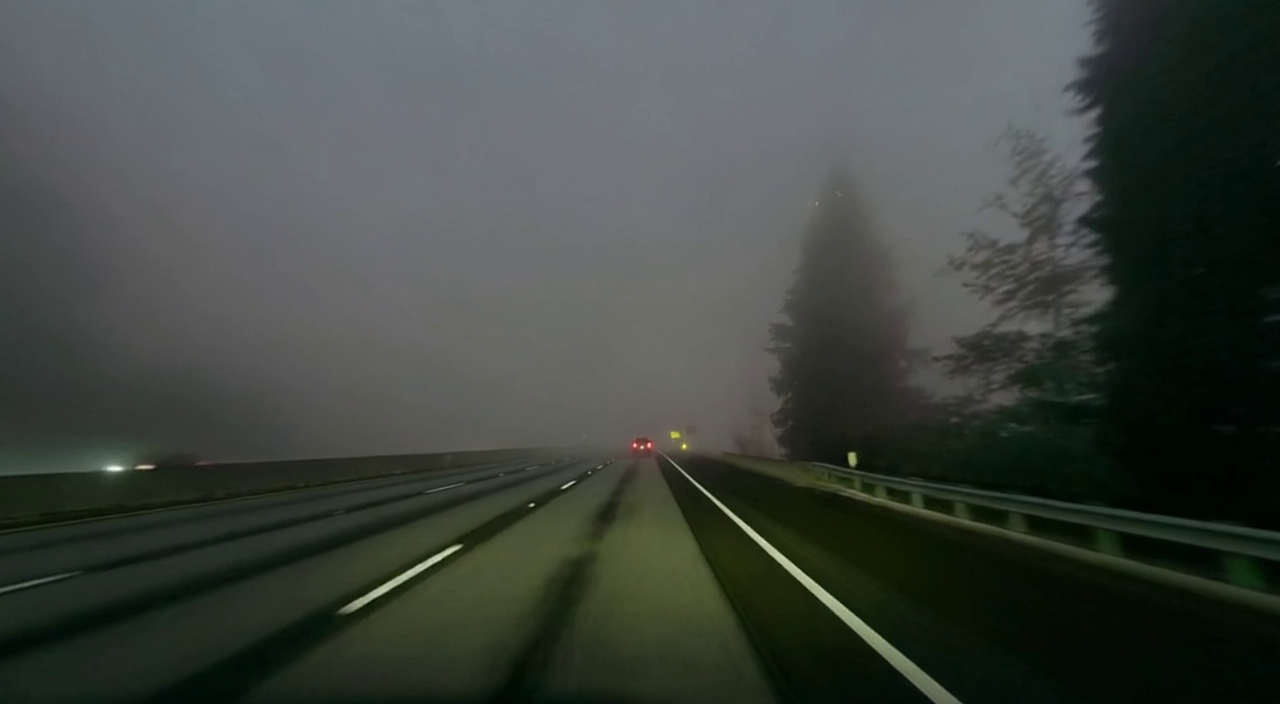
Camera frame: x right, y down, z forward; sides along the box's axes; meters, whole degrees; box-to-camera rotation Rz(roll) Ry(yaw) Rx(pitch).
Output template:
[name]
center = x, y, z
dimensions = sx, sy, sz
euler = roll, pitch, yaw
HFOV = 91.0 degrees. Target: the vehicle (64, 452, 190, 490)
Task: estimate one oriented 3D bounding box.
[vehicle]
center = -23.611, 5.462, 29.236
dimensions = 1.858, 1.546, 4.690
euler = 0, -8, 1
